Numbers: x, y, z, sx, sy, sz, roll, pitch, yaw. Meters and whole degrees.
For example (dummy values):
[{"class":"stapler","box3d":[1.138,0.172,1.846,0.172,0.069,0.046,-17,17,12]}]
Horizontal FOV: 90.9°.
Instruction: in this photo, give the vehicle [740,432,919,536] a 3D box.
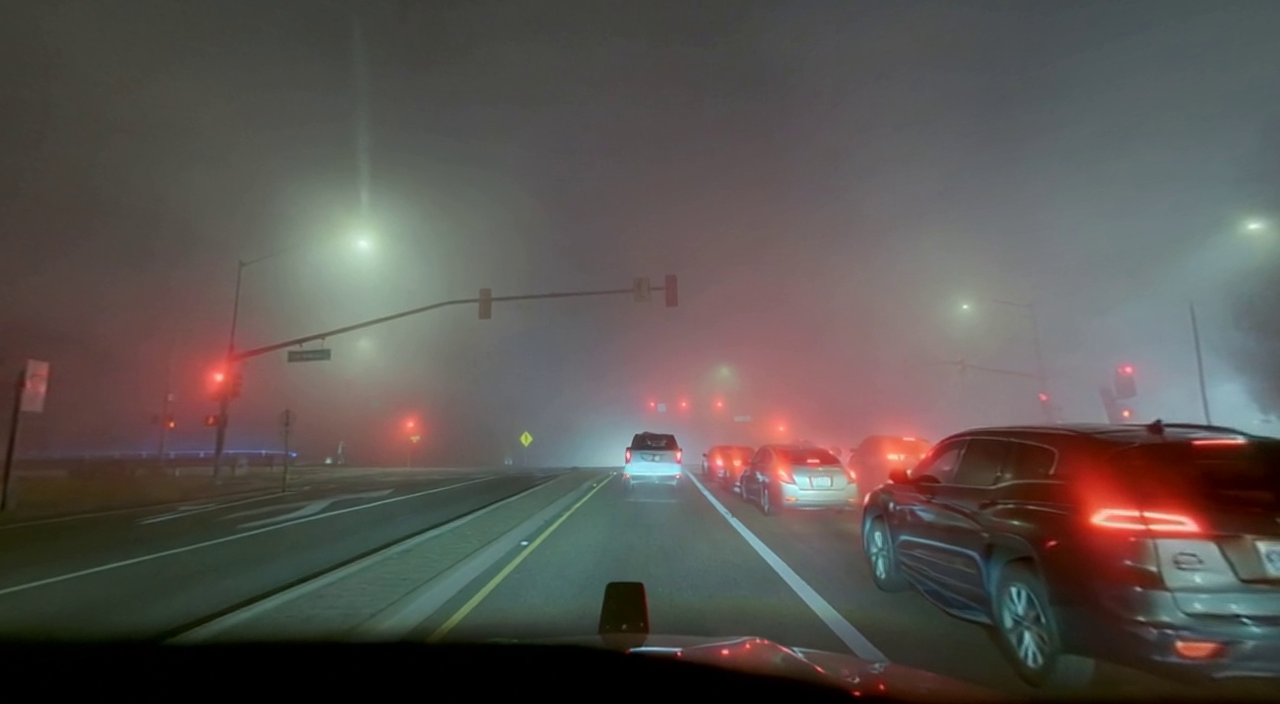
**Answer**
[{"class":"vehicle","box3d":[3.096,2.201,11.363,1.956,1.477,4.285,0,-7,1]}]

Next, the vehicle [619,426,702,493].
[{"class":"vehicle","box3d":[0.538,3.256,19.483,2.245,1.800,4.522,0,-8,-1]}]

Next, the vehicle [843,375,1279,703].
[{"class":"vehicle","box3d":[2.969,1.129,3.919,2.078,1.578,4.107,0,-8,1]}]
